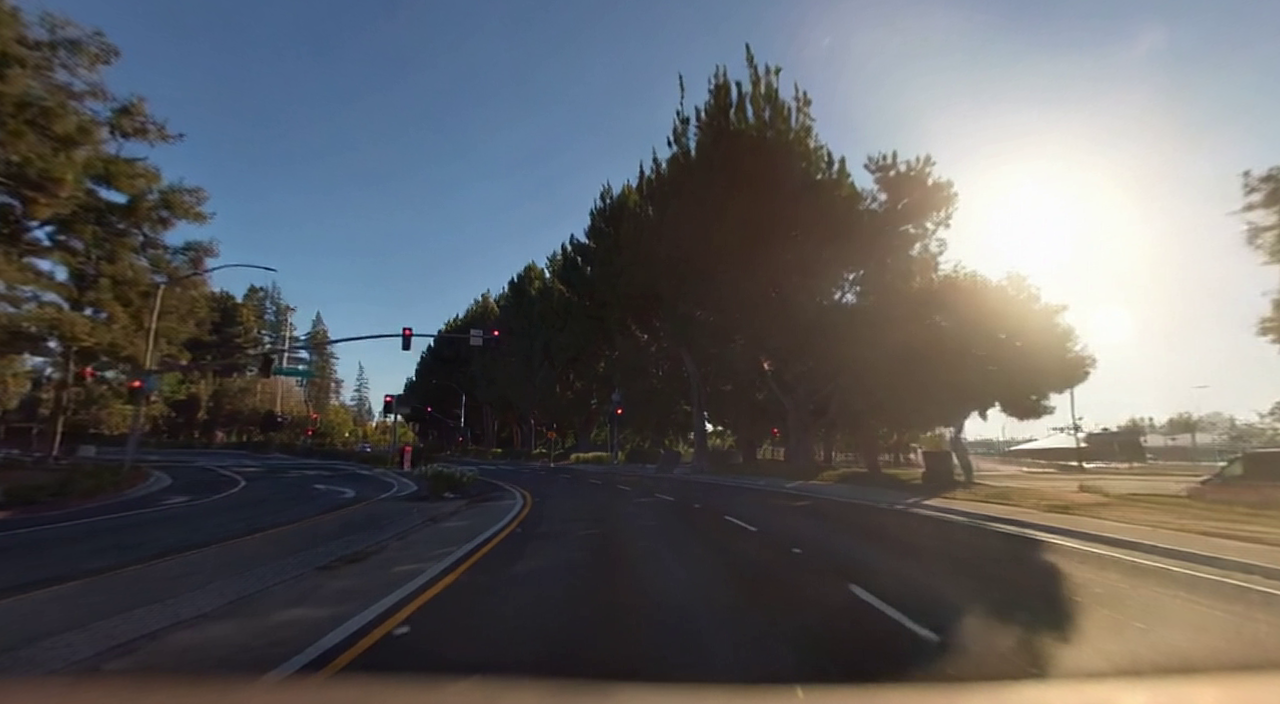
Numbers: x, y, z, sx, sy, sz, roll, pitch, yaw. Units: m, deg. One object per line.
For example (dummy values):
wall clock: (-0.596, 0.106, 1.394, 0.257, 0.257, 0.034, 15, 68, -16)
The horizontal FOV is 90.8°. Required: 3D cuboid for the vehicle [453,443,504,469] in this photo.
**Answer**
vehicle: (-10.480, 6.650, 40.676, 2.163, 1.537, 4.368, 5, -10, -27)
